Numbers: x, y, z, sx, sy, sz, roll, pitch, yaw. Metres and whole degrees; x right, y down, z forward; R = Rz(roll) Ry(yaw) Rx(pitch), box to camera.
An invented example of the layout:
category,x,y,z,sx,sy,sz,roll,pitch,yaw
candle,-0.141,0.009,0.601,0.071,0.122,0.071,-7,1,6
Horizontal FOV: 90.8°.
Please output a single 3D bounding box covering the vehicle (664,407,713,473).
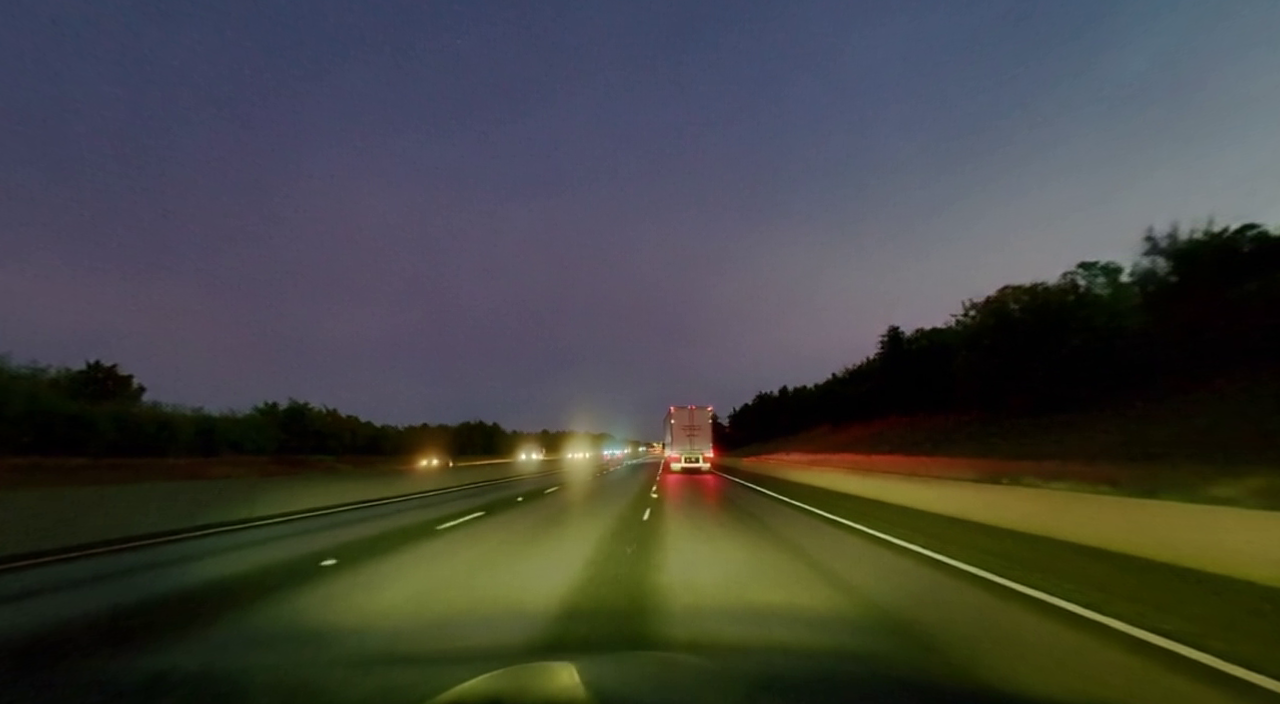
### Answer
category,x,y,z,sx,sy,sz,roll,pitch,yaw
vehicle,3.215,6.526,45.659,2.901,4.032,14.338,0,-9,2
